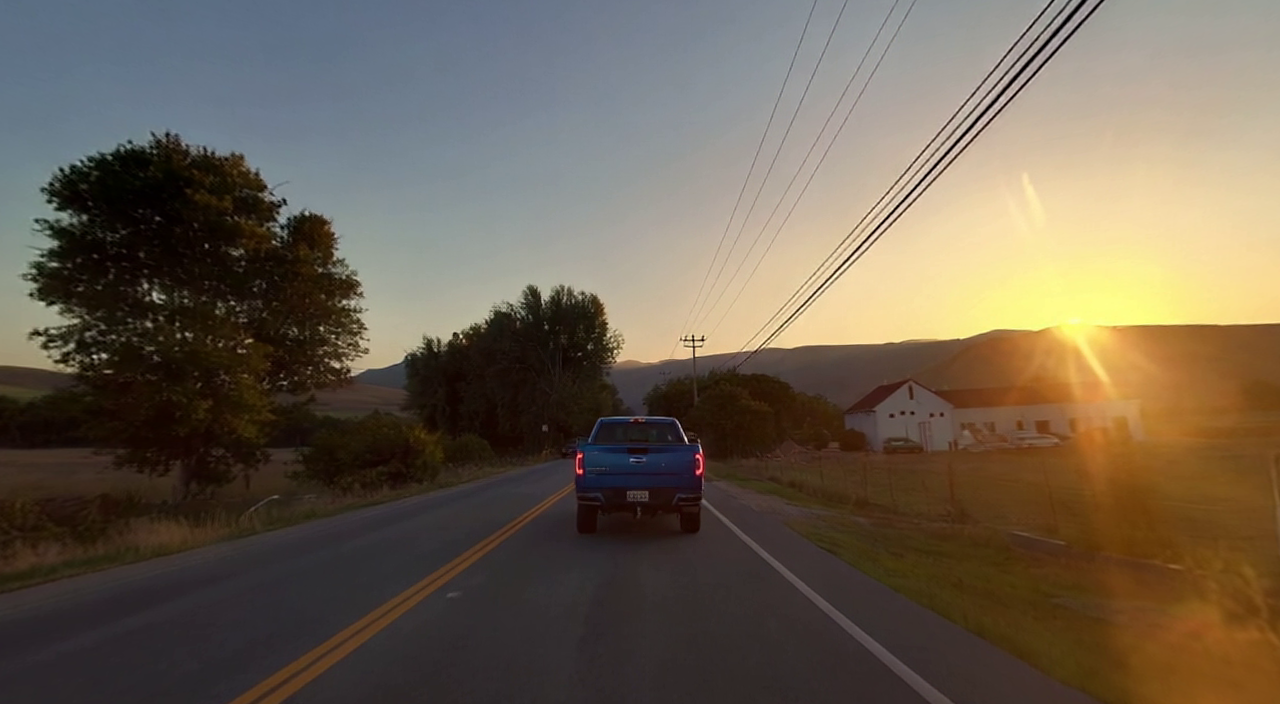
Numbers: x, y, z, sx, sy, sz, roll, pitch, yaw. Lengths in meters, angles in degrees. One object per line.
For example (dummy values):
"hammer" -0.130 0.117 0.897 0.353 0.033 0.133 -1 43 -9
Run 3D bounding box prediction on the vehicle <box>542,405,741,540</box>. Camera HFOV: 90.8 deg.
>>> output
"vehicle" -0.048 2.108 11.819 2.774 1.861 5.885 0 -8 -1
